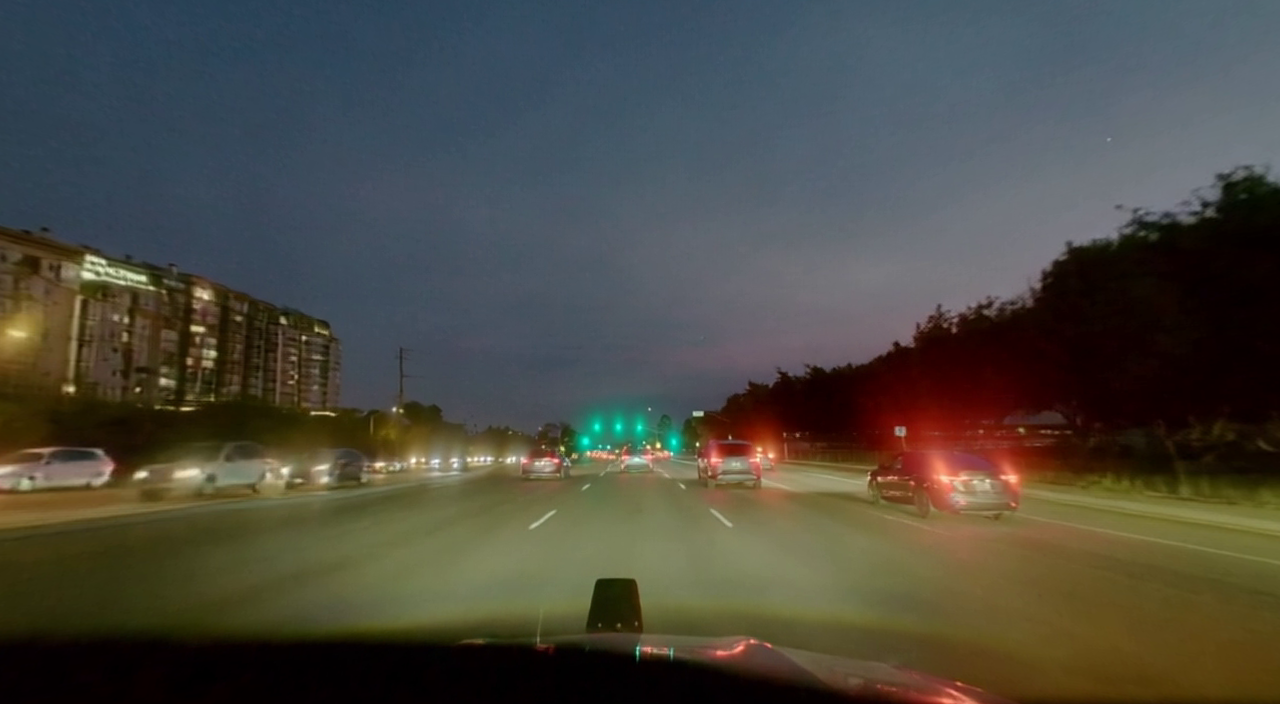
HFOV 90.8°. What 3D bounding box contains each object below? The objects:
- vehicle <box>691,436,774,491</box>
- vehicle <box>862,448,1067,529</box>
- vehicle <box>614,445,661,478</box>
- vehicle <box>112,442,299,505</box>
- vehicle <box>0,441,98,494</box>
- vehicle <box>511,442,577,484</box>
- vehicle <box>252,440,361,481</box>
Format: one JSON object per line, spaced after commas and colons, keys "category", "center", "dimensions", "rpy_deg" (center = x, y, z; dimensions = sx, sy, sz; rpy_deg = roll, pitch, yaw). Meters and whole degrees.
{"category": "vehicle", "center": [3.123, 3.880, 22.296], "dimensions": [2.161, 1.716, 4.194], "rpy_deg": [0, -8, -2]}
{"category": "vehicle", "center": [6.559, 2.759, 13.465], "dimensions": [1.945, 1.408, 4.288], "rpy_deg": [0, -8, -2]}
{"category": "vehicle", "center": [-0.186, 5.369, 31.211], "dimensions": [2.155, 1.486, 4.403], "rpy_deg": [0, -8, -1]}
{"category": "vehicle", "center": [-12.431, 3.475, 18.627], "dimensions": [2.043, 1.571, 4.946], "rpy_deg": [0, -8, -1]}
{"category": "vehicle", "center": [-22.459, 4.076, 22.483], "dimensions": [2.005, 1.761, 4.824], "rpy_deg": [0, -8, 0]}
{"category": "vehicle", "center": [-4.020, 4.732, 27.239], "dimensions": [2.172, 1.671, 4.175], "rpy_deg": [0, -8, 0]}
{"category": "vehicle", "center": [-15.484, 5.043, 29.763], "dimensions": [2.089, 1.744, 5.500], "rpy_deg": [0, -8, 0]}
